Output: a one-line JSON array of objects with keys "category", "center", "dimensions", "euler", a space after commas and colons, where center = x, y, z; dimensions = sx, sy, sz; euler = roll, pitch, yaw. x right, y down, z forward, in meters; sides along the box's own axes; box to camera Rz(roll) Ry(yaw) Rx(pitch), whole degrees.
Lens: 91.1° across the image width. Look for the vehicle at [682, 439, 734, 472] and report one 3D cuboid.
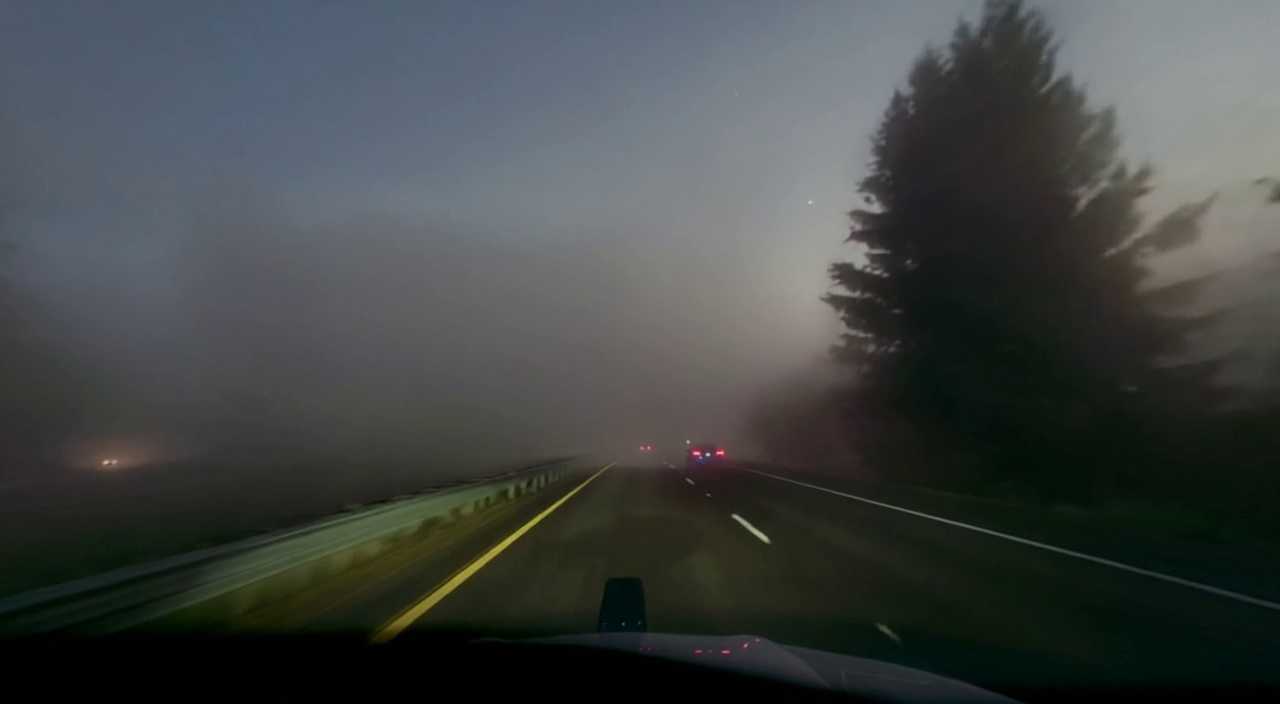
[{"category": "vehicle", "center": [3.339, 5.208, 31.752], "dimensions": [2.079, 1.531, 3.997], "euler": [0, -8, -2]}]
